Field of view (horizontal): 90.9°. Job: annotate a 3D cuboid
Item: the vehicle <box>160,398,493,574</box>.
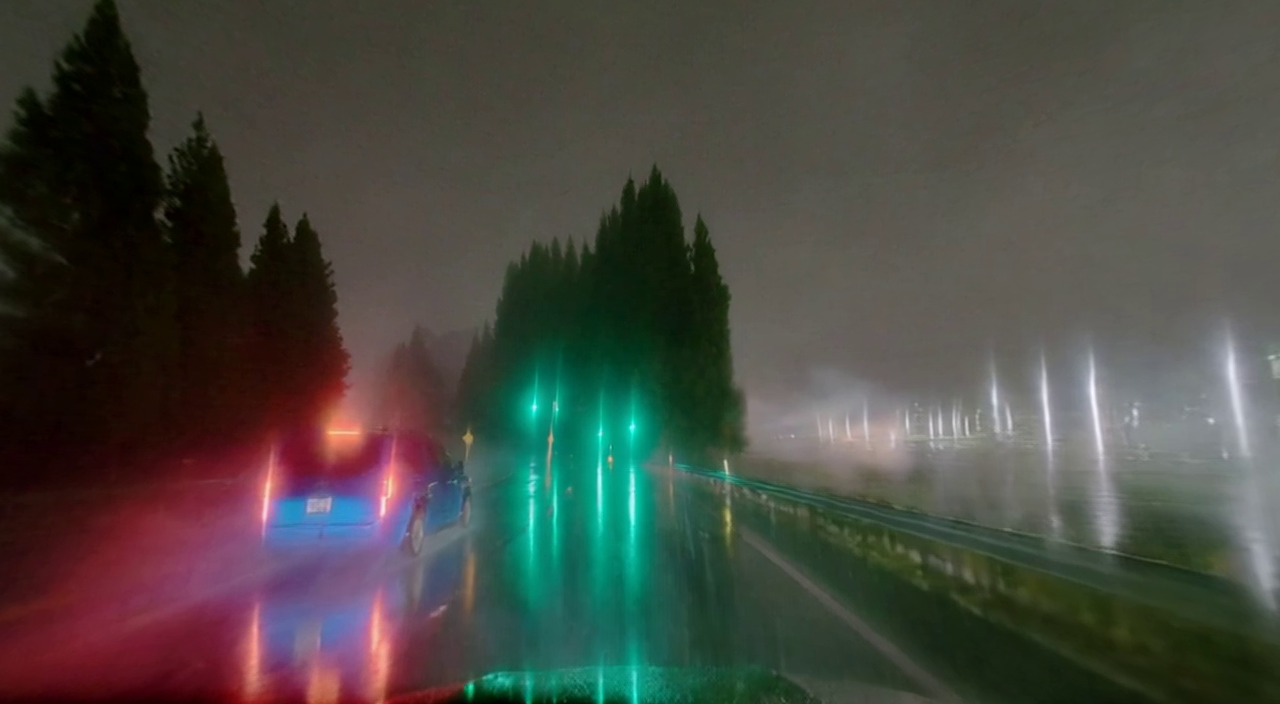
[{"bbox_3d":[-3.921,1.790,9.258,2.336,1.857,4.986,0,-8,0],"label":"vehicle"}]
